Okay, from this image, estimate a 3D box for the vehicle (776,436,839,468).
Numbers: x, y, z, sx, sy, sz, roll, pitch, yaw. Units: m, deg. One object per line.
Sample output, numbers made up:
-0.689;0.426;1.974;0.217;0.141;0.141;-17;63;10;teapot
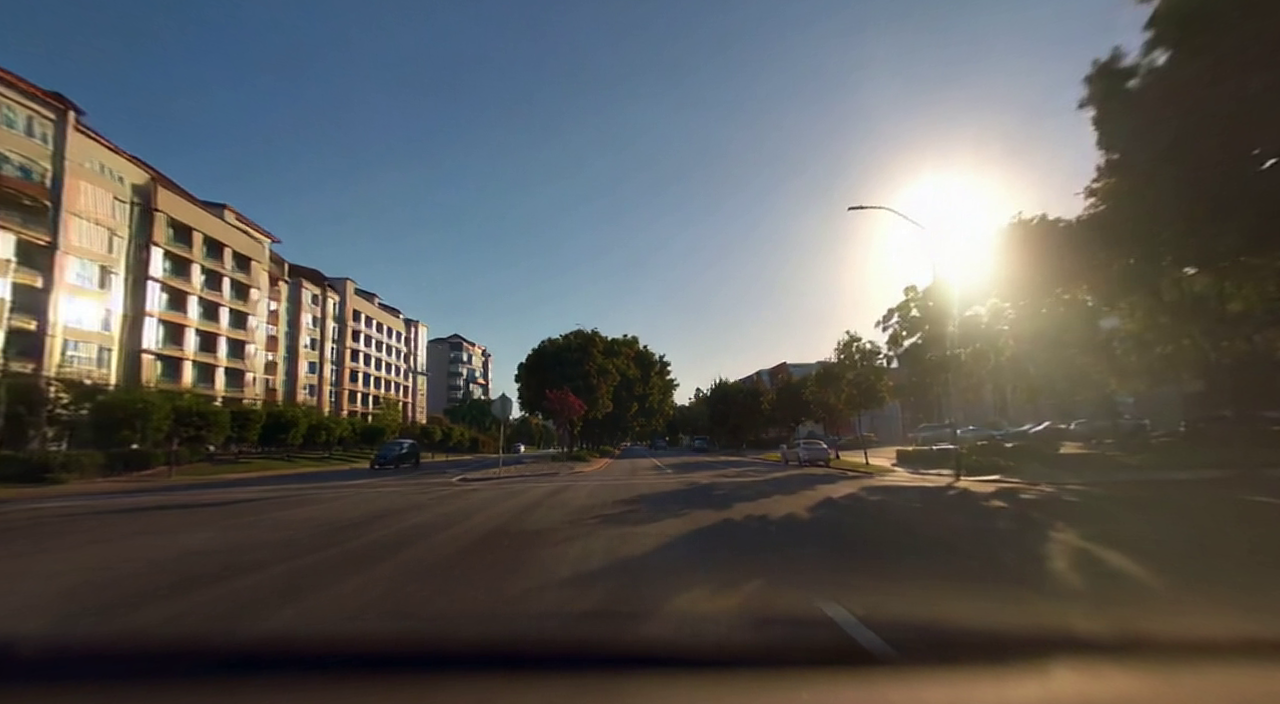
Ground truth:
9.865;5.952;37.726;2.065;1.732;5.036;1;-8;-4;vehicle
